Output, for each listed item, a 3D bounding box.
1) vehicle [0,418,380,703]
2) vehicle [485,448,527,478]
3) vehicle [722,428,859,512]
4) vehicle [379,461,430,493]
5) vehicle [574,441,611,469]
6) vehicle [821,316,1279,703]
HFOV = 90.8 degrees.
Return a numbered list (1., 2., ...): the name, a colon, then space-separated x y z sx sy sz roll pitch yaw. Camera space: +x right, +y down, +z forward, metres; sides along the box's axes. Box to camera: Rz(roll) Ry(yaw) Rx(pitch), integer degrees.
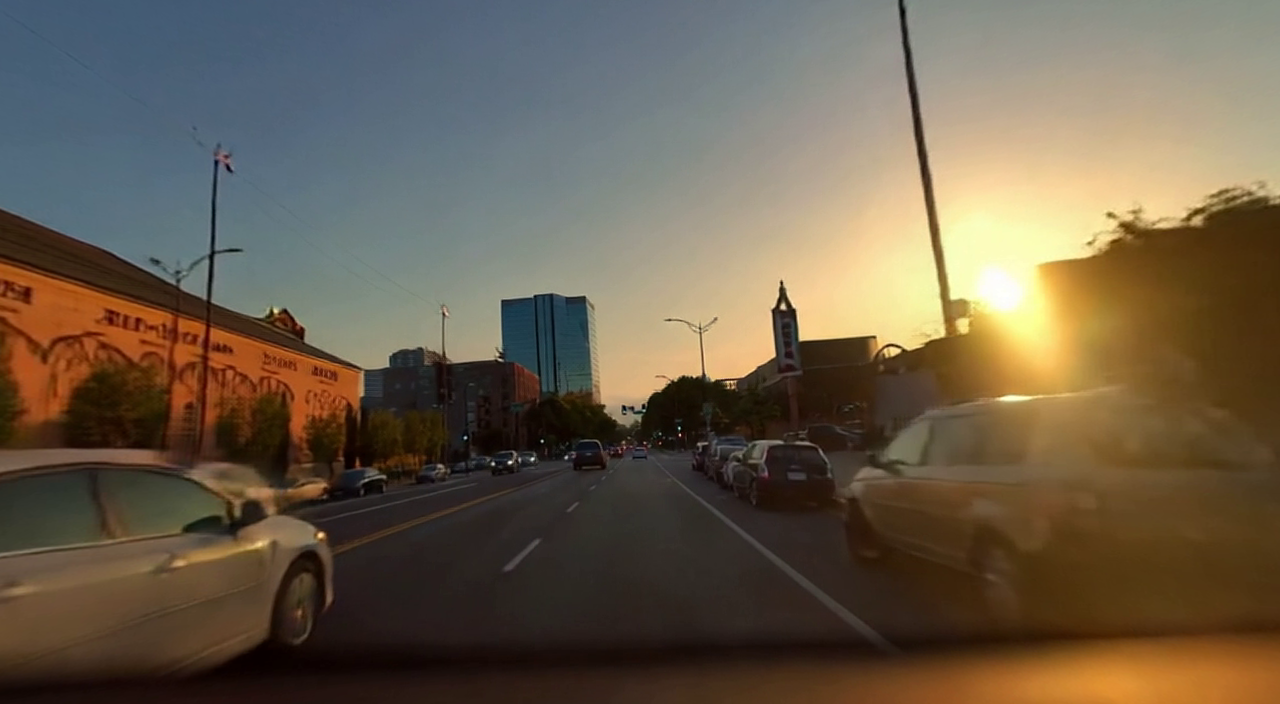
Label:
1. vehicle: -3.295 1.145 3.077 2.089 1.547 4.635 0 -8 0
2. vehicle: -9.040 7.531 43.012 1.965 1.868 4.012 0 -8 0
3. vehicle: 3.329 2.735 15.076 2.206 1.664 4.578 -1 -9 1
4. vehicle: -15.762 8.344 42.569 1.914 1.876 4.726 -1 -9 -4
5. vehicle: -3.409 7.484 46.081 2.293 1.936 4.737 0 -8 0
6. vehicle: 3.471 1.137 5.494 2.207 1.886 5.128 0 -9 0
